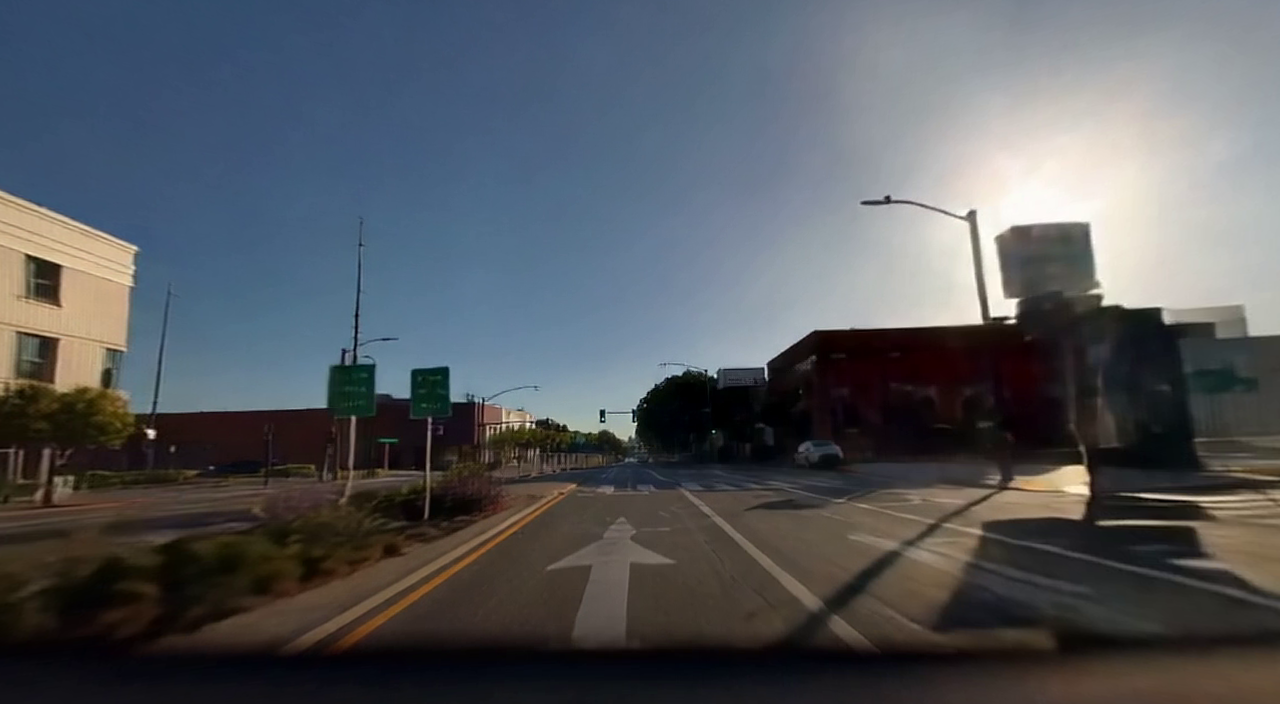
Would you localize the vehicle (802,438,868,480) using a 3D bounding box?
[{"bbox_3d":[9.967,5.545,32.709,2.101,1.957,4.718,0,-10,3],"label":"vehicle"}]
